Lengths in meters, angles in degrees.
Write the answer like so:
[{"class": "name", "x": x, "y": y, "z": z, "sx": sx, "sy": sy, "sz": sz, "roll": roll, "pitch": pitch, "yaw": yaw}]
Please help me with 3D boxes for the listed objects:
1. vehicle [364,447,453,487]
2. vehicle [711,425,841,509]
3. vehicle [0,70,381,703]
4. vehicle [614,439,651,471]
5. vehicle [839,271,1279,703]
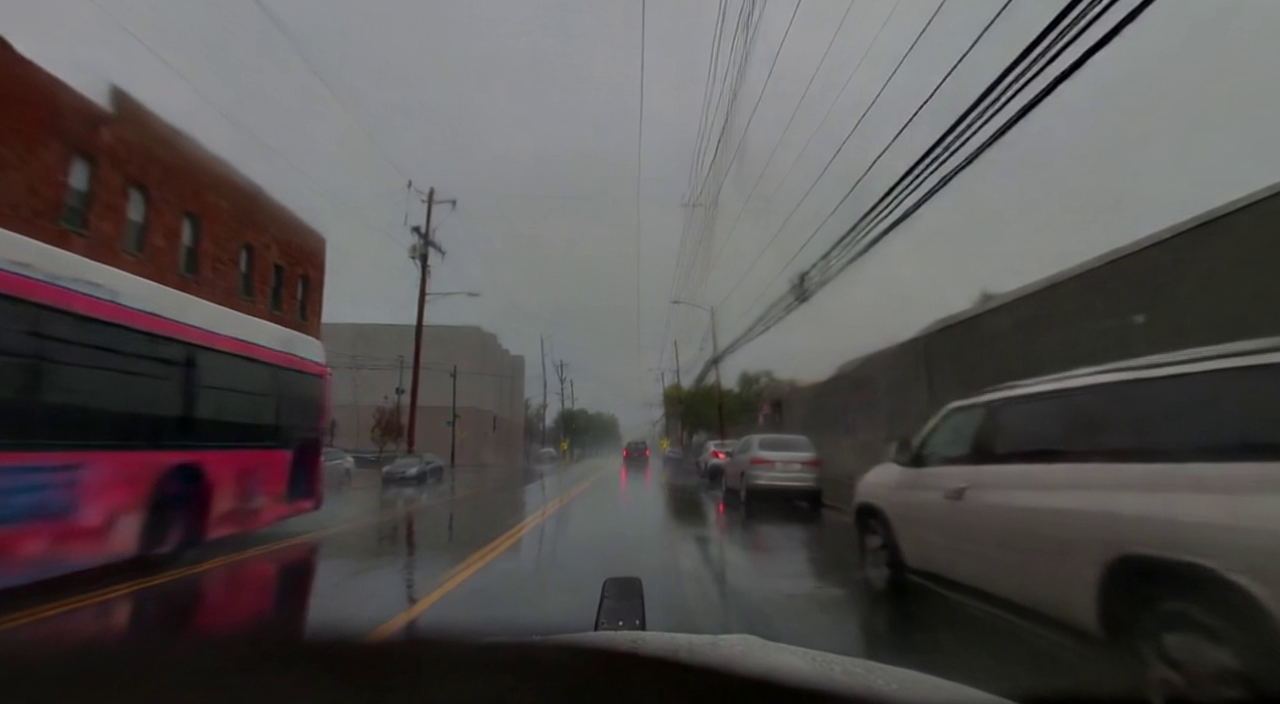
[{"class": "vehicle", "x": -10.035, "y": 5.046, "z": 27.862, "sx": 2.079, "sy": 1.550, "sz": 4.865, "roll": -1, "pitch": -10, "yaw": 0}, {"class": "vehicle", "x": 3.169, "y": 2.820, "z": 15.881, "sx": 2.102, "sy": 1.765, "sz": 4.674, "roll": 0, "pitch": -9, "yaw": -1}, {"class": "vehicle", "x": -4.989, "y": 0.258, "z": 3.317, "sx": 3.297, "sy": 3.342, "sz": 12.875, "roll": 1, "pitch": -9, "yaw": -7}, {"class": "vehicle", "x": -0.457, "y": 6.313, "z": 38.797, "sx": 2.190, "sy": 1.783, "sz": 4.048, "roll": 0, "pitch": -9, "yaw": 0}, {"class": "vehicle", "x": 3.065, "y": 0.918, "z": 3.450, "sx": 2.230, "sy": 1.855, "sz": 4.922, "roll": 0, "pitch": -9, "yaw": -1}]
